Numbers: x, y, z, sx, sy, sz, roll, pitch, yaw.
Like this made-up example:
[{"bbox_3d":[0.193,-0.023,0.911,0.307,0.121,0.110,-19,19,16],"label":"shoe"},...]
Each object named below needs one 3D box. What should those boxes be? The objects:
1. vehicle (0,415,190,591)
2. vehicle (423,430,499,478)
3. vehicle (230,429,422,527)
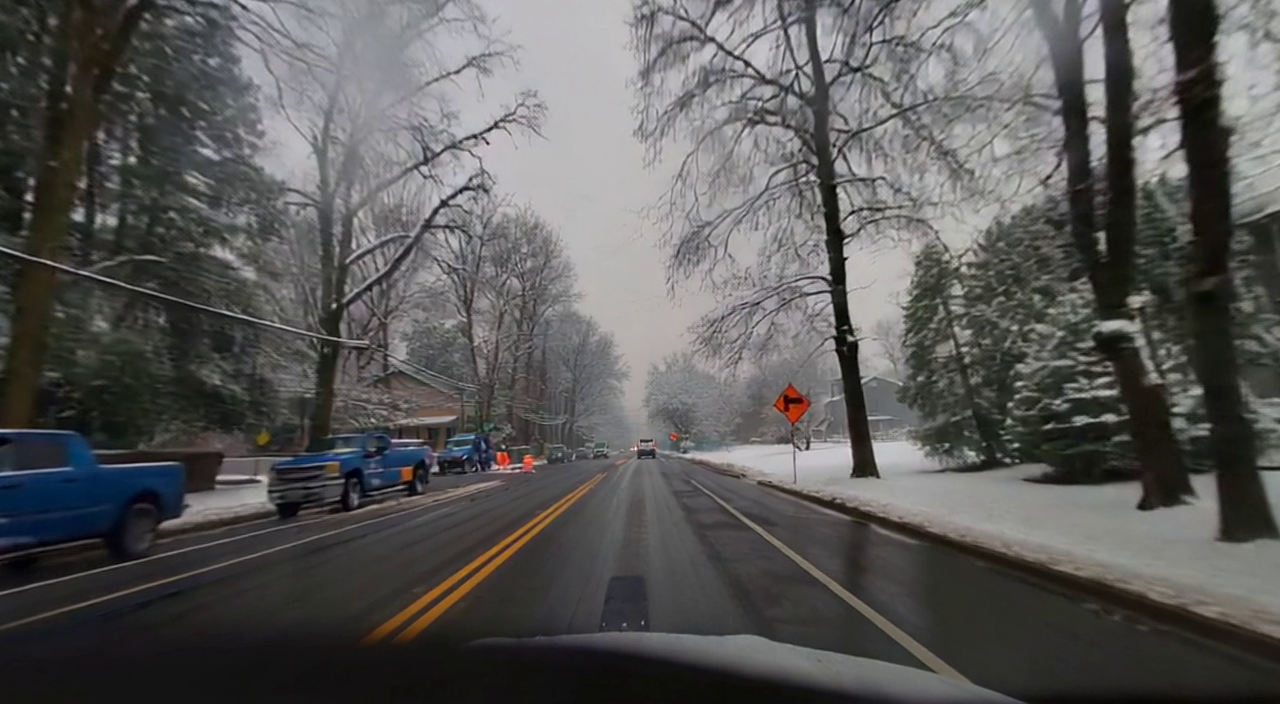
[{"bbox_3d":[-8.248,1.746,6.946,2.375,1.923,5.790,-4,-7,1],"label":"vehicle"},{"bbox_3d":[-10.474,5.941,36.836,4.120,2.628,2.064,3,-9,-19],"label":"vehicle"},{"bbox_3d":[-8.239,3.257,17.404,2.375,2.016,5.936,-4,-7,-1],"label":"vehicle"}]
